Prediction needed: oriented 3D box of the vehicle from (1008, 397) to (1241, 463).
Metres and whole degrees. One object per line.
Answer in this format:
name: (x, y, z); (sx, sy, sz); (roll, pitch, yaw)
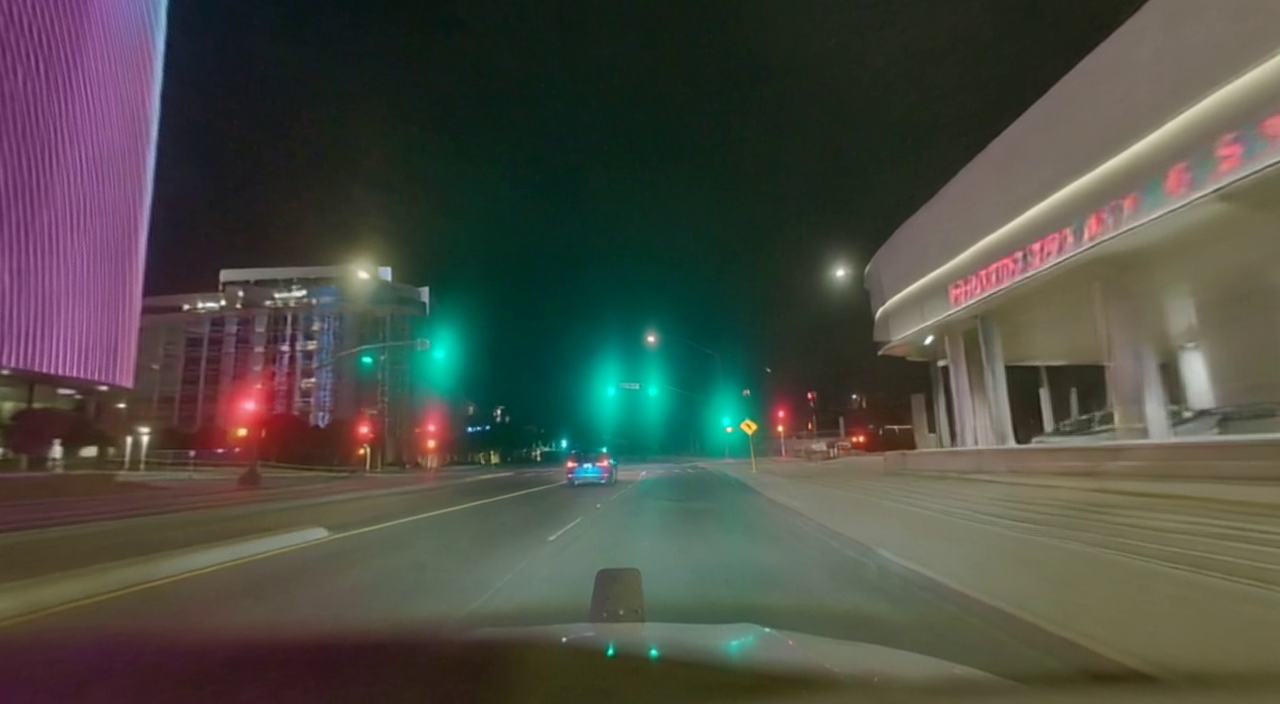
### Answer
vehicle: (13.873, 2.290, 18.321); (4.904, 1.755, 2.114); (-1, -9, 2)

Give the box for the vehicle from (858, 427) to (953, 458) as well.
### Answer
vehicle: (14.084, 4.825, 33.574); (4.120, 1.558, 1.959); (-1, -9, 1)

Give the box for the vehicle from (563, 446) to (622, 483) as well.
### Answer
vehicle: (-1.992, 4.869, 27.652); (1.971, 1.486, 4.380); (-1, -9, 4)
